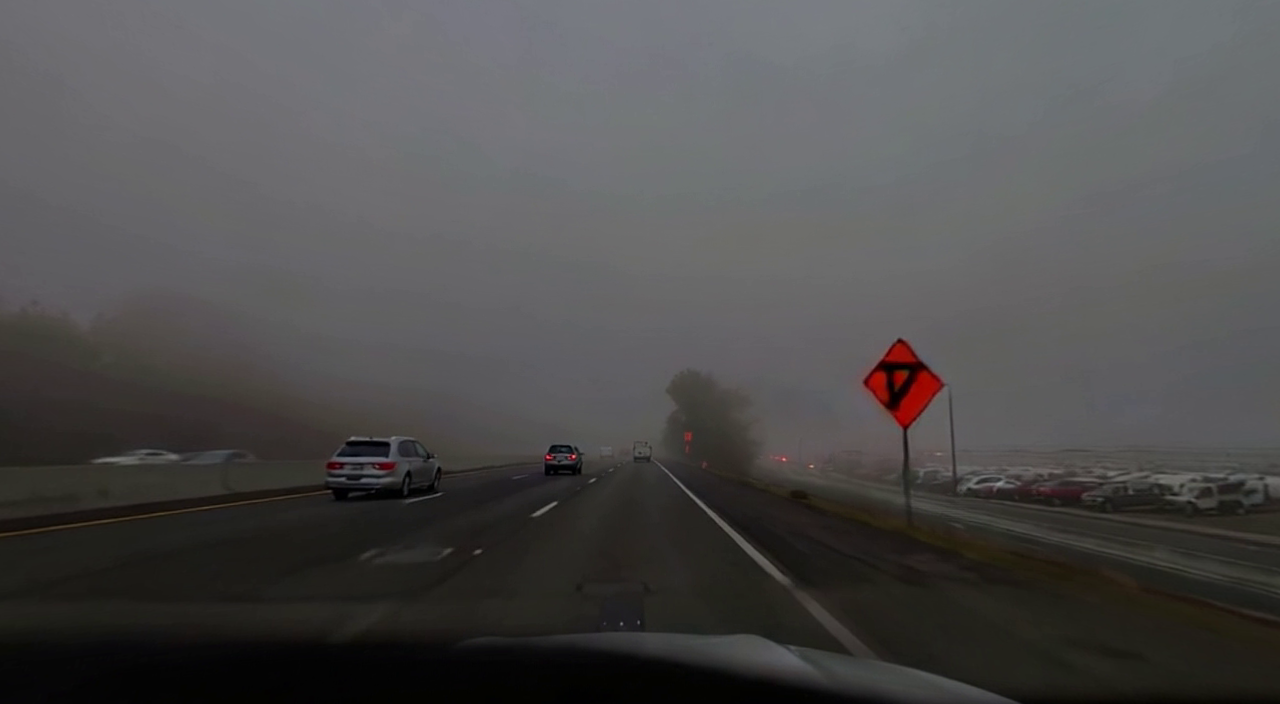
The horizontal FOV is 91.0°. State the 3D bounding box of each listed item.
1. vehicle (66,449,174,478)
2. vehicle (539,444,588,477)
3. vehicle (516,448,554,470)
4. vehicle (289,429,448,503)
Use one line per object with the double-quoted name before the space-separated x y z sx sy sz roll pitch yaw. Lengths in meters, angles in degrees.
"vehicle" -36.690 7.853 44.721 2.283 1.840 6.279 0 -9 1
"vehicle" -4.044 5.816 33.985 2.070 1.665 4.213 0 -9 1
"vehicle" -7.627 7.794 46.063 1.991 1.538 4.360 0 -9 0
"vehicle" -7.515 3.224 18.253 2.159 1.807 5.422 0 -9 0
